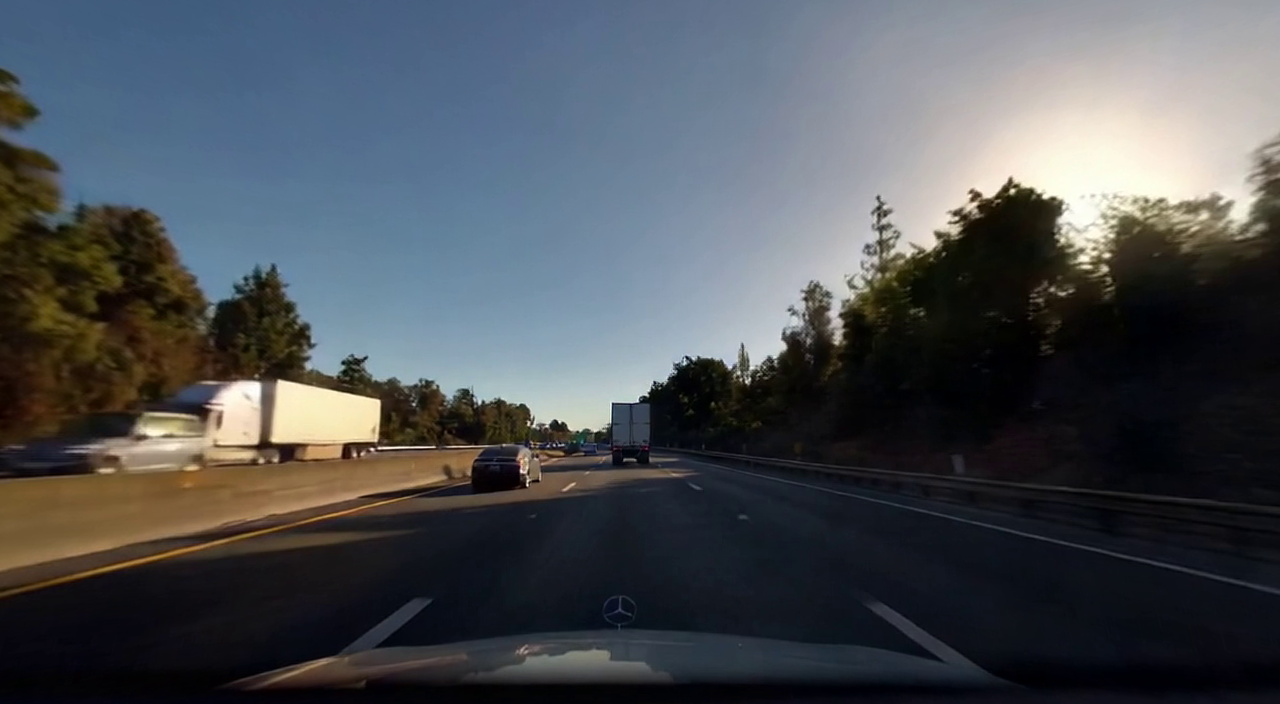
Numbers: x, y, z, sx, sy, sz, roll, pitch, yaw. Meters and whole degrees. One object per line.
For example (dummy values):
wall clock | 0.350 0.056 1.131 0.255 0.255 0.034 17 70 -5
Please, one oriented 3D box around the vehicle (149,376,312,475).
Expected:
vehicle | -17.342 3.273 27.157 2.915 3.765 5.897 -1 -9 0

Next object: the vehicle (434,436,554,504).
vehicle | -3.626 3.016 16.471 2.057 1.519 4.372 0 -9 1

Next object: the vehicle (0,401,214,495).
vehicle | -12.897 2.306 15.006 2.047 1.878 4.683 0 -9 0
